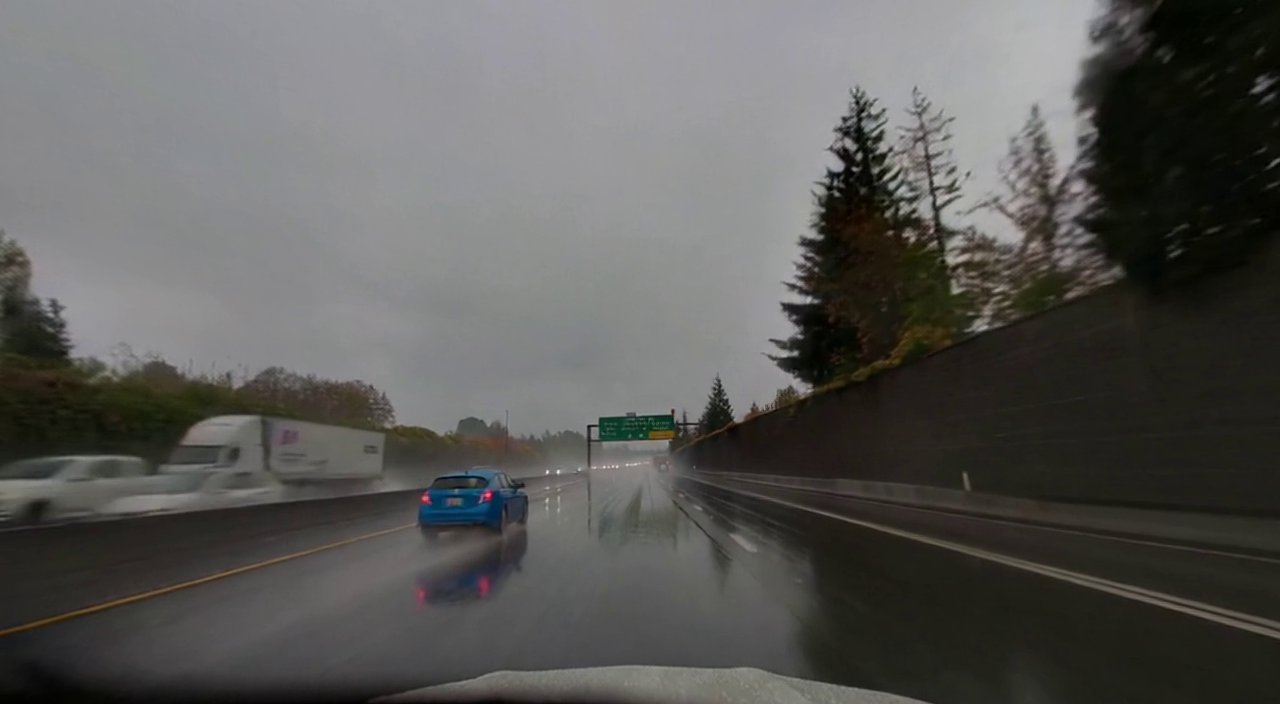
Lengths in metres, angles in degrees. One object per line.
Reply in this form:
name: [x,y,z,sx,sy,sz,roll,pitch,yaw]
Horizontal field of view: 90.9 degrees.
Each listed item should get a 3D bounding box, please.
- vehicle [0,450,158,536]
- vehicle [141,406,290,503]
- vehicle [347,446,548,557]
vehicle: [-11.844,2.682,12.309,1.800,1.445,3.699,1,-10,1]
vehicle: [-19.452,4.820,29.369,2.939,4.029,5.203,1,-11,1]
vehicle: [-3.012,2.497,11.080,2.045,1.487,4.582,1,-10,0]
